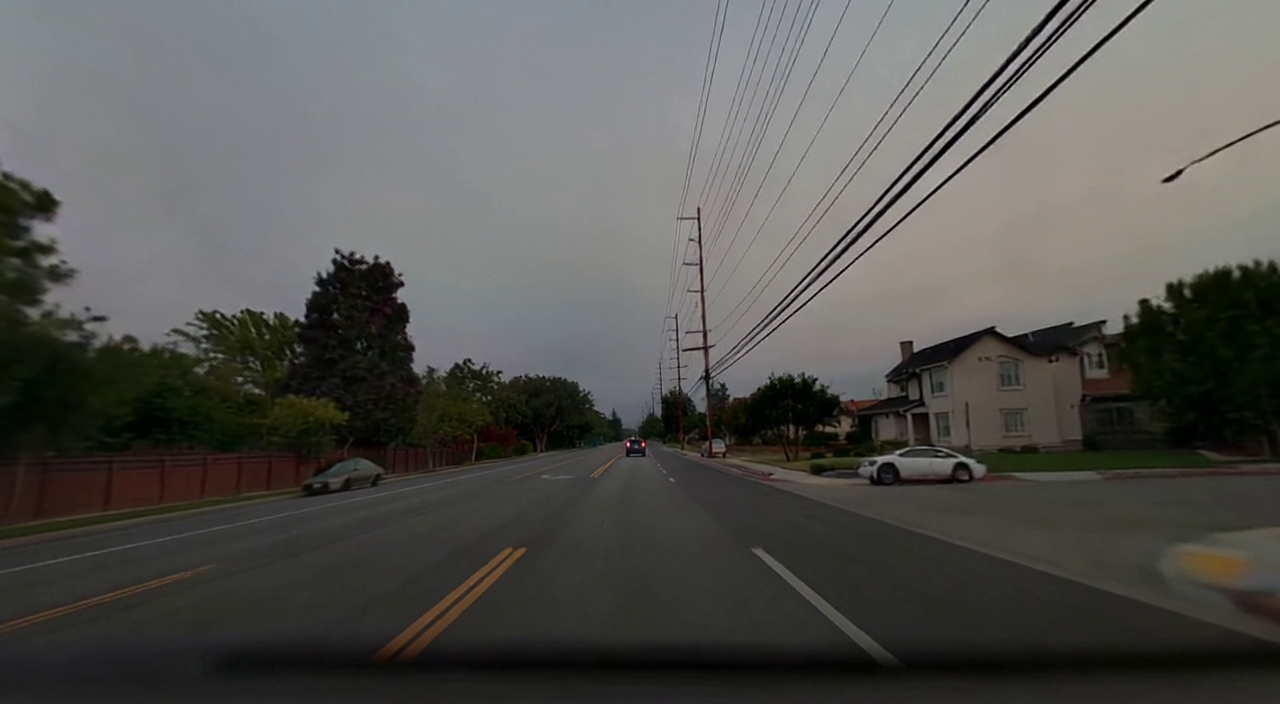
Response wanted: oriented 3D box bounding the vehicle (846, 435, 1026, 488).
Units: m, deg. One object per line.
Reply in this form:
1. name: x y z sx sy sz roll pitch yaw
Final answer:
1. vehicle: 8.754 3.274 19.014 4.487 1.461 1.874 -1 -9 8

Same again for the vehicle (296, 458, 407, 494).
1. vehicle: -12.202 5.266 27.048 2.530 1.265 4.495 -1 -8 2
